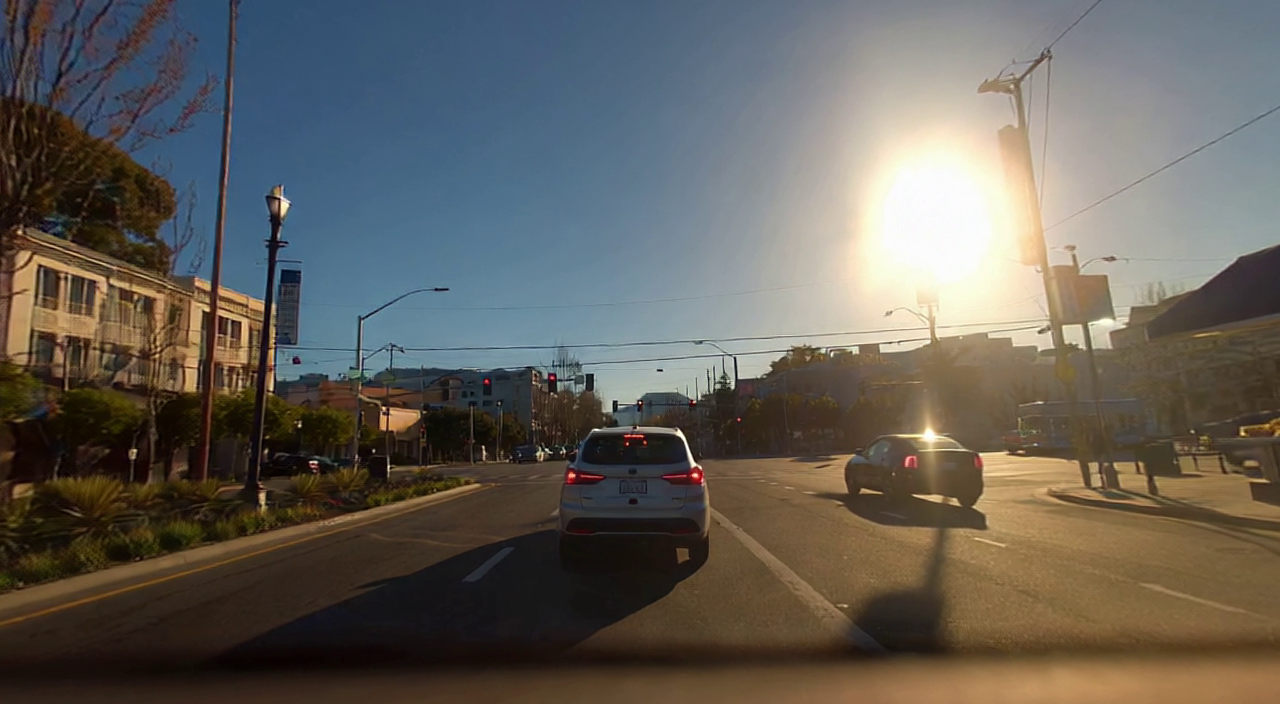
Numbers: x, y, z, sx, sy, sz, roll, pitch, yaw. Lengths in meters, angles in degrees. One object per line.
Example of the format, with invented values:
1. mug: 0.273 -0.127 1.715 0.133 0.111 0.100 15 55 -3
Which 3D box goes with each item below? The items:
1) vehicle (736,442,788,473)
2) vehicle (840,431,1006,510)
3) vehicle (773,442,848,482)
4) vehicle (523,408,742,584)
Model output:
1. vehicle: 6.289 5.480 32.823 1.961 1.477 4.454 0 -8 2
2. vehicle: 6.776 2.875 15.753 2.072 1.652 4.611 0 -8 1
3. vehicle: 6.842 4.440 25.673 1.833 1.452 4.237 0 -9 0
4. vehicle: -0.057 1.691 8.130 2.115 1.700 3.901 0 -8 0
